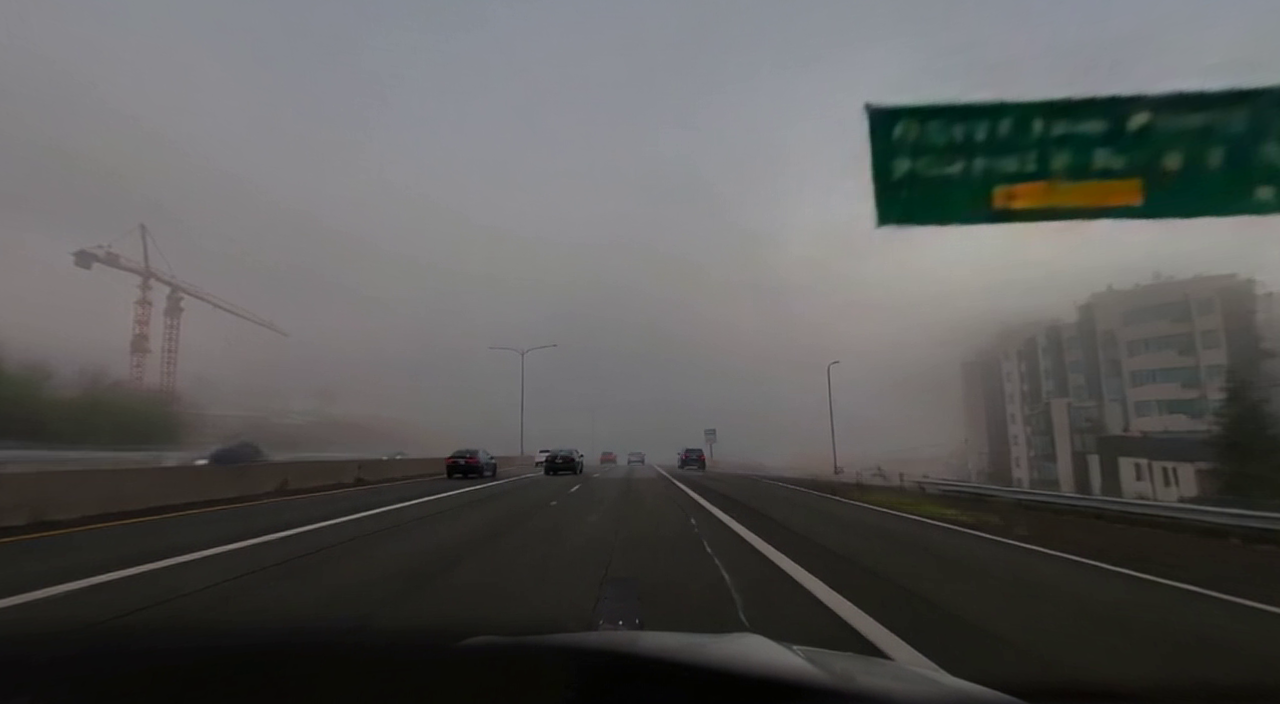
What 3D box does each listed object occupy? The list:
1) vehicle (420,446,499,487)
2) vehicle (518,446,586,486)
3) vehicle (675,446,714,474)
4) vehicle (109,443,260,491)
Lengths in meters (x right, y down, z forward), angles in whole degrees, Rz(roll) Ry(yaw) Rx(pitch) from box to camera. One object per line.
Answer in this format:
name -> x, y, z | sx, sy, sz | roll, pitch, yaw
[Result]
vehicle -> -7.383, 4.701, 26.256 | 1.951, 1.528, 4.209 | 0, -8, 1
vehicle -> -3.562, 4.717, 26.486 | 2.136, 1.512, 4.488 | 0, -8, 1
vehicle -> 3.312, 6.667, 39.313 | 1.978, 1.602, 4.092 | 0, -8, -1
vehicle -> -16.373, 4.116, 23.120 | 1.984, 1.539, 4.752 | 0, -8, 0
